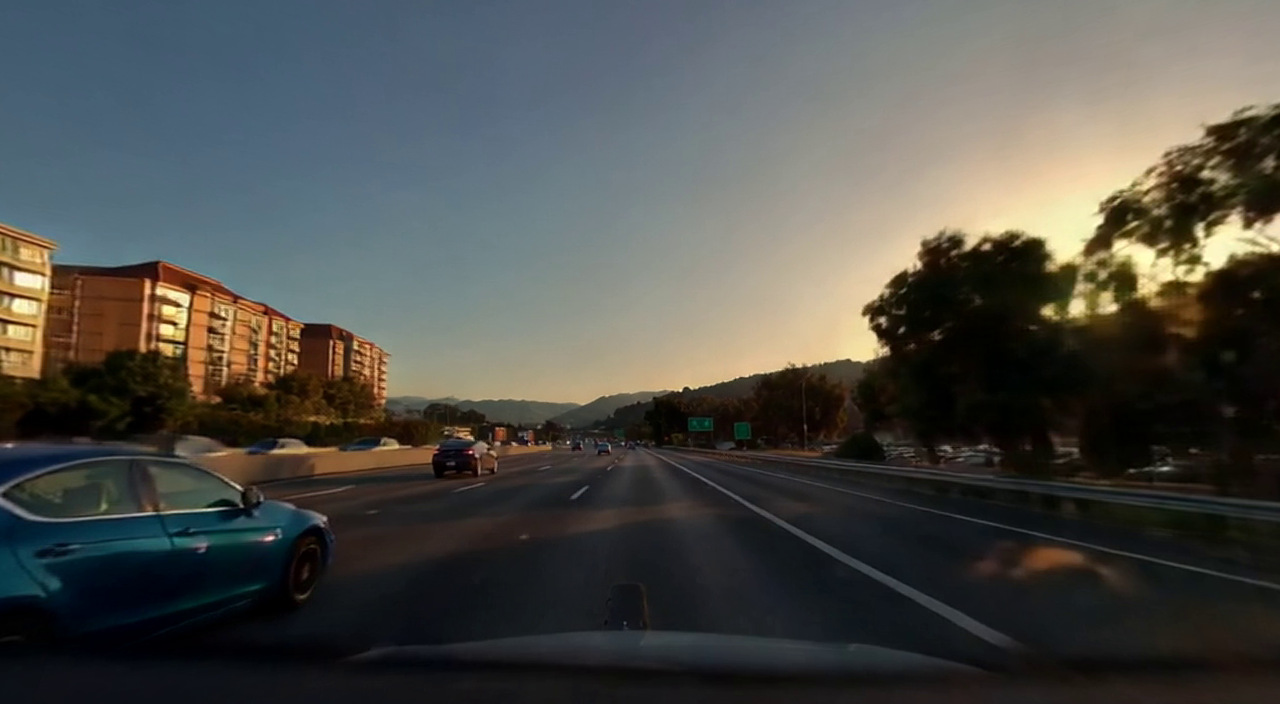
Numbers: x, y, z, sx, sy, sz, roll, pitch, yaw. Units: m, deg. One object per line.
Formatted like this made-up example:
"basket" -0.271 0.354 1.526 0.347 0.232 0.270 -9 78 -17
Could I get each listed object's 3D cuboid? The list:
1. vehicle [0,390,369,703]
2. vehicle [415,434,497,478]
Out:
"vehicle" -3.626 1.065 3.309 2.144 1.565 4.951 0 -8 1
"vehicle" -7.718 4.402 26.948 2.118 1.675 4.395 0 -8 1
